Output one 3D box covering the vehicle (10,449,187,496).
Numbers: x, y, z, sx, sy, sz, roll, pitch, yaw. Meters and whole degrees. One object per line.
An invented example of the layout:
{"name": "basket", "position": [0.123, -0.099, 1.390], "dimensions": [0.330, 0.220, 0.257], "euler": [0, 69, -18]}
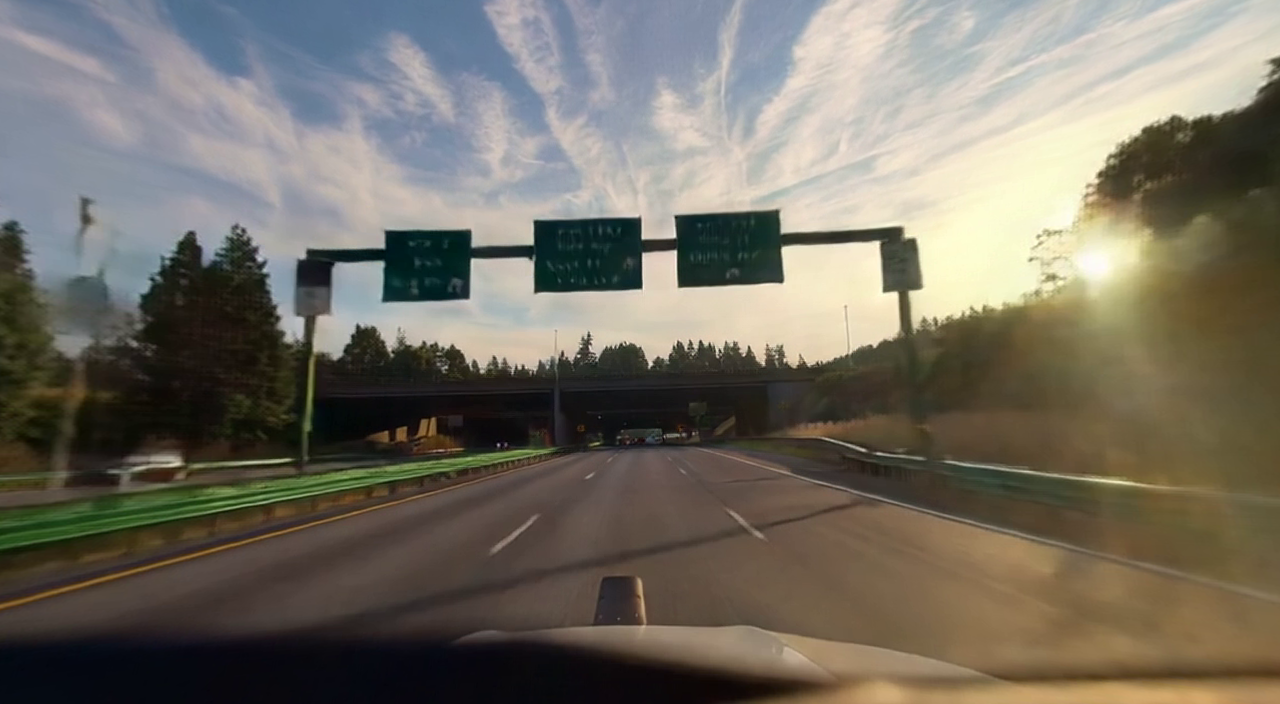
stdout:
{"name": "vehicle", "position": [-19.139, 4.234, 22.661], "dimensions": [2.167, 1.427, 4.906], "euler": [0, -8, -3]}
